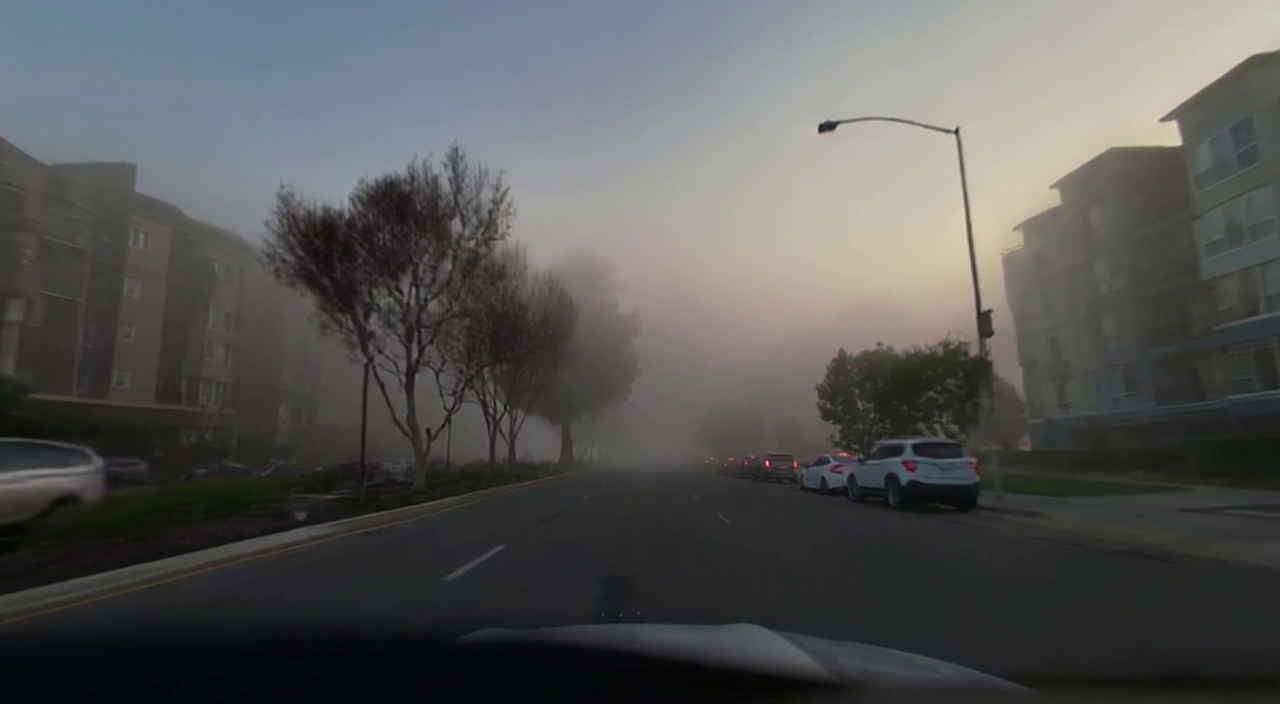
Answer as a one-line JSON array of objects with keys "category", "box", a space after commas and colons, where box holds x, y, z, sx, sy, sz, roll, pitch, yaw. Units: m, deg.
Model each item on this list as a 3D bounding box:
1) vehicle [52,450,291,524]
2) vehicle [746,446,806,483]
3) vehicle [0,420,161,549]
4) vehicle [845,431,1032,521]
[{"category": "vehicle", "box": [-11.800, 3.400, 16.458, 2.629, 1.623, 4.633, 0, -9, 1]}, {"category": "vehicle", "box": [6.850, 5.702, 32.125, 2.078, 1.699, 4.292, 0, -9, 0]}, {"category": "vehicle", "box": [-11.814, 2.253, 10.768, 2.445, 2.105, 5.995, 0, -9, 0]}, {"category": "vehicle", "box": [7.099, 2.996, 15.741, 2.241, 1.877, 4.810, 0, -9, 0]}]
